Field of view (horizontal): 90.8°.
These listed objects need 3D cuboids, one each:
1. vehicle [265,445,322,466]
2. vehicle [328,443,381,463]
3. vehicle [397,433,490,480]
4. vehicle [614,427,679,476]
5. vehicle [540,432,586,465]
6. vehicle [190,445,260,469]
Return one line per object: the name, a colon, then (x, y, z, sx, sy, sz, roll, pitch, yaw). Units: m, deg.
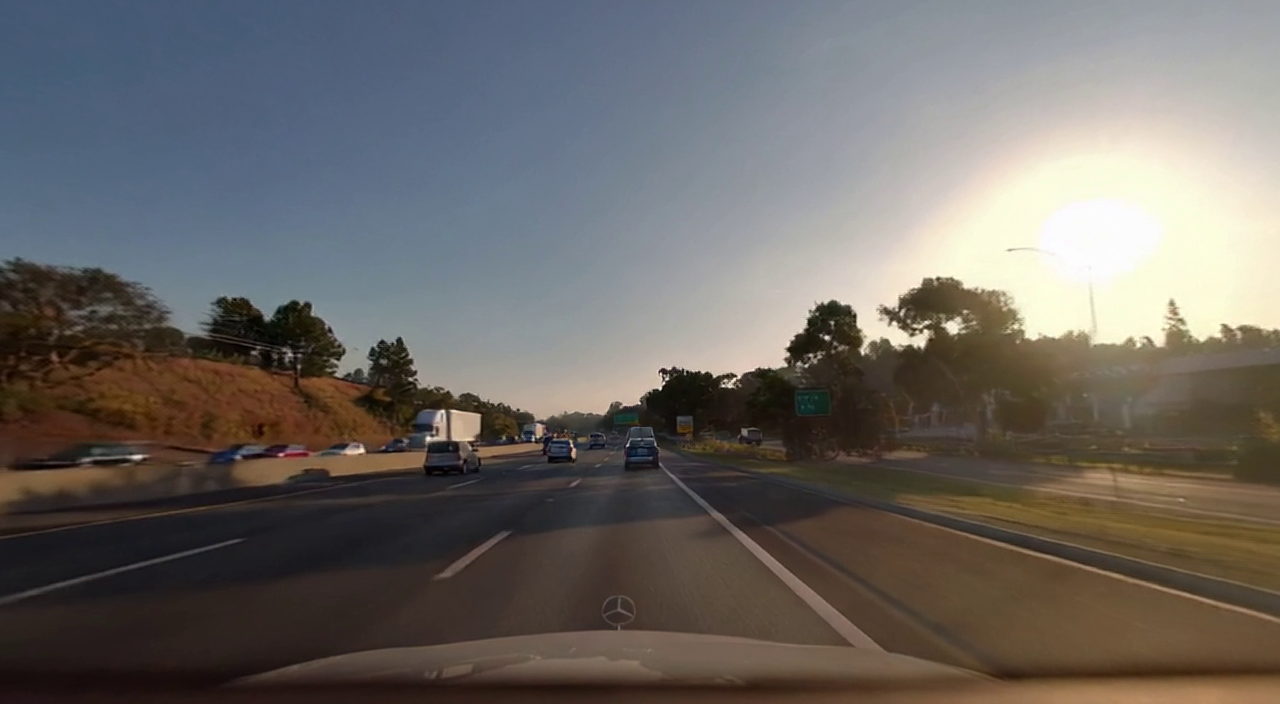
vehicle: (-25.198, 7.555, 46.113, 1.873, 1.435, 4.122, 0, -8, 0)
vehicle: (-21.347, 7.569, 47.468, 1.839, 1.455, 4.501, 0, -8, 0)
vehicle: (-7.728, 4.158, 25.403, 2.195, 1.652, 4.733, 0, -8, 0)
vehicle: (0.191, 3.973, 25.413, 2.378, 1.750, 4.355, 0, -8, -1)
vehicle: (-4.270, 5.445, 35.598, 2.044, 1.717, 4.421, 0, -8, 0)
vehicle: (-29.020, 7.359, 44.382, 1.813, 1.570, 4.679, 0, -8, -1)
